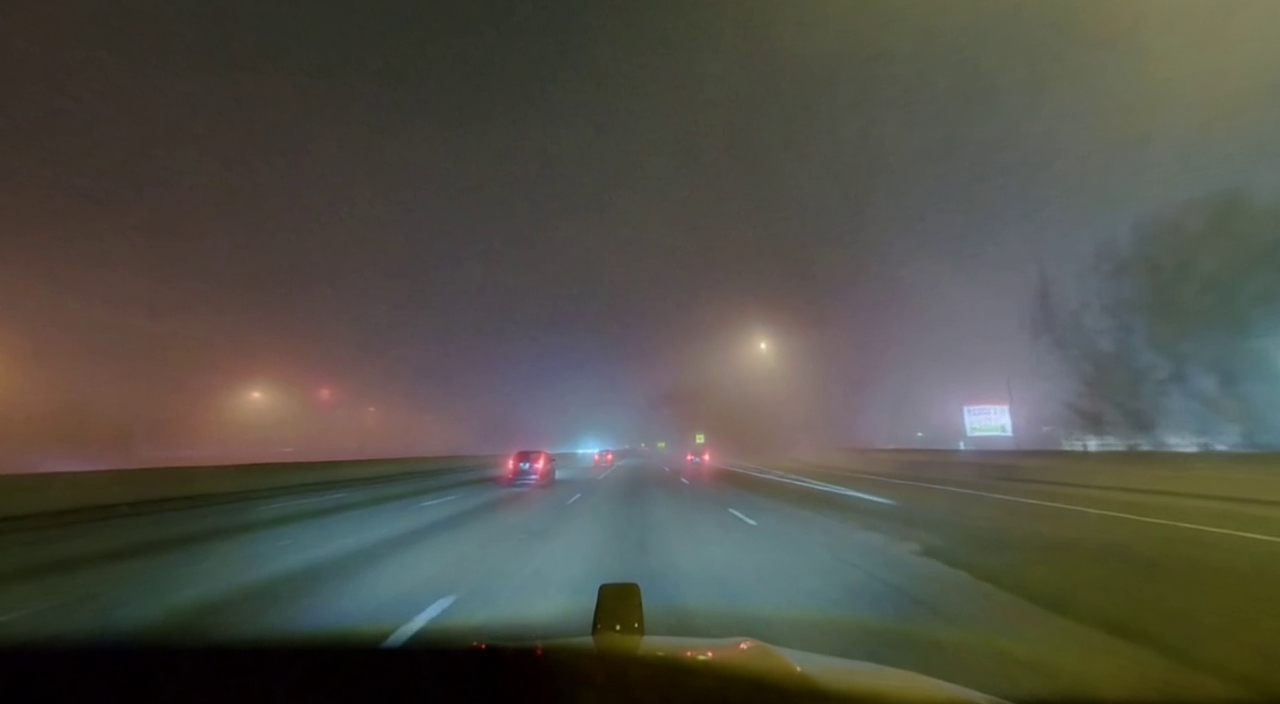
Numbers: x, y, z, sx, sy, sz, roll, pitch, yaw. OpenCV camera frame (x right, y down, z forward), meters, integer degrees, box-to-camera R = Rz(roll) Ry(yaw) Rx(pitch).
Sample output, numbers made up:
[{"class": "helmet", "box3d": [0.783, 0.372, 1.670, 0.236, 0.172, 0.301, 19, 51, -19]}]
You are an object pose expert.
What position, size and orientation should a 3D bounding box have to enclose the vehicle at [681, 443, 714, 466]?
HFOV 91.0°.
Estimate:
[{"class": "vehicle", "box3d": [4.334, 7.792, 48.024, 2.047, 1.662, 4.243, 0, -9, -1]}]
